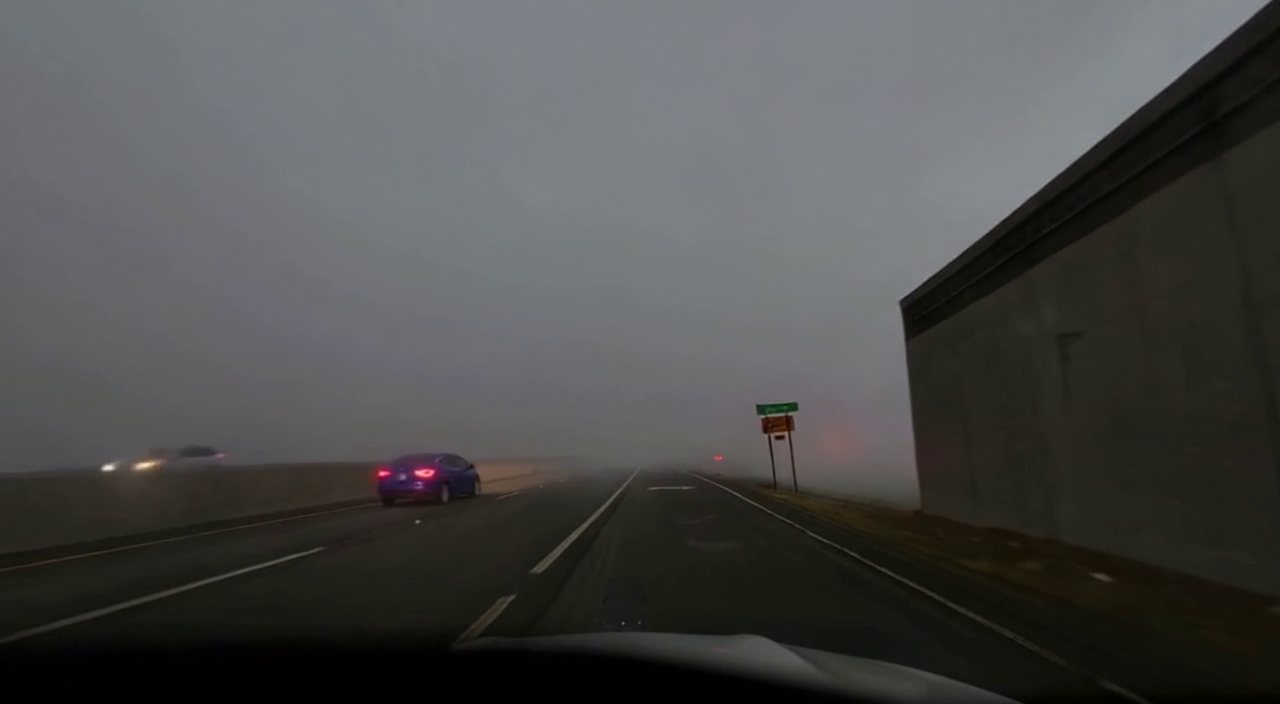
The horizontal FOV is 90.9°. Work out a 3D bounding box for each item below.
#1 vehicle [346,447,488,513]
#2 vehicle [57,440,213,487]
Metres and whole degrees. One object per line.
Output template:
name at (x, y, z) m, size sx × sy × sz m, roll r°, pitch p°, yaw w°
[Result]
vehicle at (-6.039, 3.515, 17.817) m, size 2.172 × 1.587 × 4.518 m, roll -1°, pitch -9°, yaw 3°
vehicle at (-18.747, 4.160, 23.739) m, size 2.039 × 1.579 × 4.522 m, roll 0°, pitch -9°, yaw 1°
